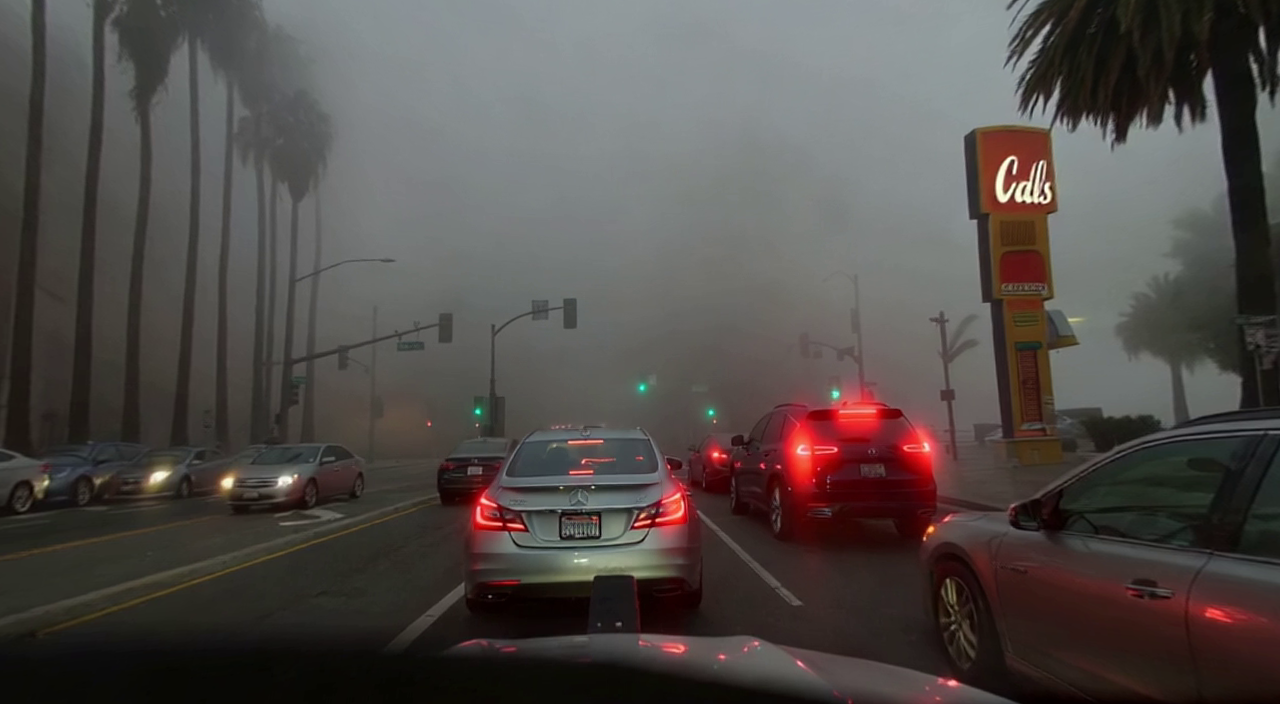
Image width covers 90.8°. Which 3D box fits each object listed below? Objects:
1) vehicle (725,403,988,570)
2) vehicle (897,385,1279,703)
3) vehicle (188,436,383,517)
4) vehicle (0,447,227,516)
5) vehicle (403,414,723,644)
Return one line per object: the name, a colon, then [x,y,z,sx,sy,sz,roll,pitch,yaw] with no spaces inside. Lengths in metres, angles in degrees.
vehicle: [2.637,1.781,9.094,2.096,1.775,4.440,0,-9,-1]
vehicle: [2.619,0.816,1.514,2.085,1.469,4.458,0,-9,0]
vehicle: [-7.574,2.671,14.096,1.945,1.494,4.252,0,-9,-1]
vehicle: [-12.872,3.137,15.934,1.870,1.475,4.531,0,-9,-1]
vehicle: [-0.529,1.471,6.260,2.096,1.492,4.071,0,-9,-1]
